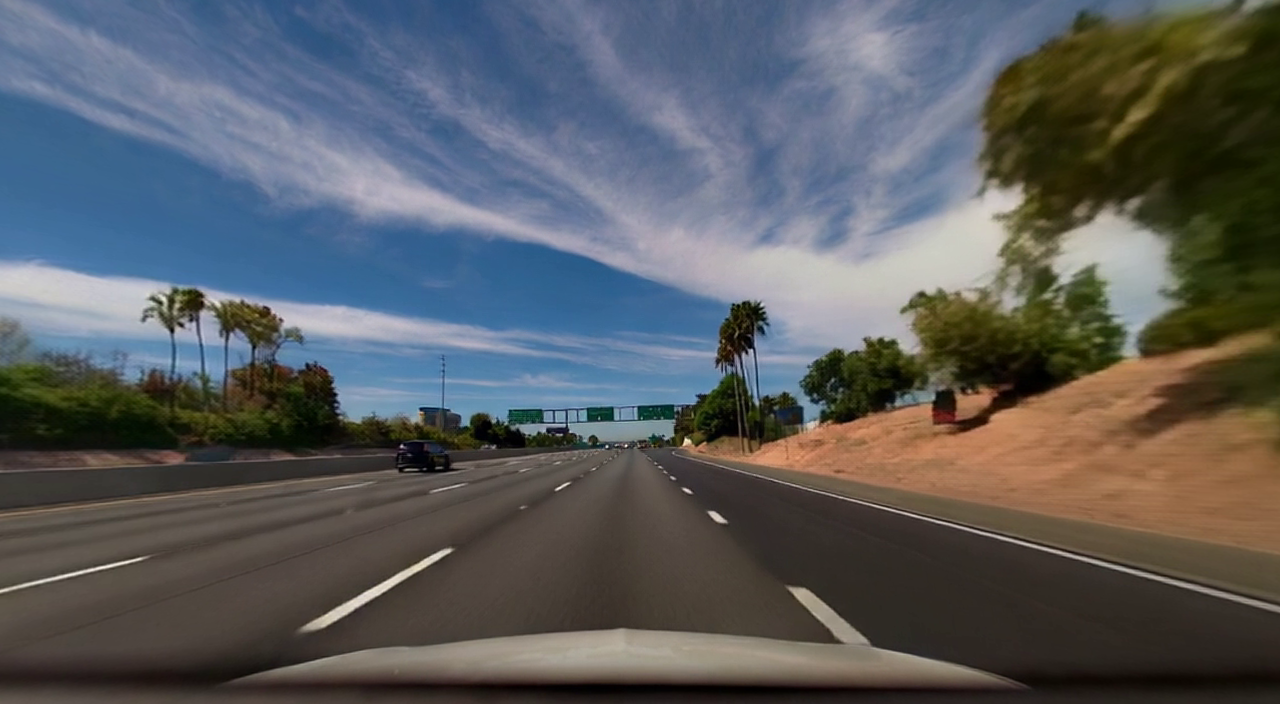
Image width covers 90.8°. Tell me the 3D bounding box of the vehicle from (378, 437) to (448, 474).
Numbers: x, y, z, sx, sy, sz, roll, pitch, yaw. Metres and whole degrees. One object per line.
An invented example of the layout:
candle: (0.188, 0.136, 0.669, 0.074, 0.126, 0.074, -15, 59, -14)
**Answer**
vehicle: (-11.829, 5.423, 33.271, 2.016, 1.754, 4.543, 0, -9, 0)
